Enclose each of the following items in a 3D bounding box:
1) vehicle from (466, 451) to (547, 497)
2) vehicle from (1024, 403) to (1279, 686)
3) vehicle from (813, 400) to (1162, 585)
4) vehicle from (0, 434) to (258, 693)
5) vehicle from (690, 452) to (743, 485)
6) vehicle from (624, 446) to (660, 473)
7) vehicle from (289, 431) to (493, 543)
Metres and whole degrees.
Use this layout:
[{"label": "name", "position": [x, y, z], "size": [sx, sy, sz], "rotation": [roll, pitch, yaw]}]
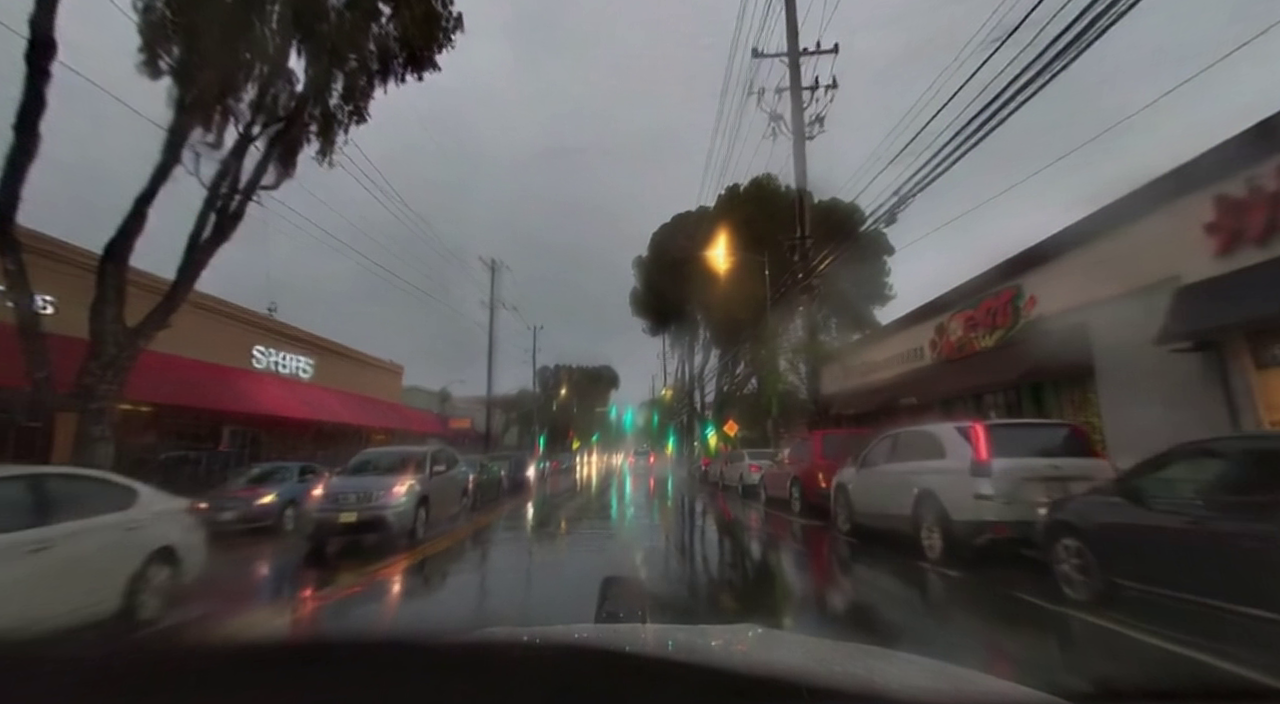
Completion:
[{"label": "vehicle", "position": [-4.765, 4.414, 23.251], "size": [2.053, 1.485, 4.540], "rotation": [0, -9, -1]}, {"label": "vehicle", "position": [4.829, 1.229, 4.214], "size": [1.882, 1.704, 4.055], "rotation": [0, -9, -1]}, {"label": "vehicle", "position": [4.512, 1.931, 9.519], "size": [2.243, 1.992, 5.087], "rotation": [0, -9, -1]}, {"label": "vehicle", "position": [-4.849, 1.420, 4.394], "size": [2.006, 1.492, 4.461], "rotation": [-2, -11, -6]}, {"label": "vehicle", "position": [3.776, 5.814, 31.918], "size": [1.921, 1.440, 4.382], "rotation": [-1, -8, -3]}, {"label": "vehicle", "position": [0.110, 7.847, 46.348], "size": [2.440, 1.882, 4.611], "rotation": [0, -9, -2]}, {"label": "vehicle", "position": [-4.725, 2.630, 13.033], "size": [2.341, 1.825, 4.924], "rotation": [0, -9, -2]}]
